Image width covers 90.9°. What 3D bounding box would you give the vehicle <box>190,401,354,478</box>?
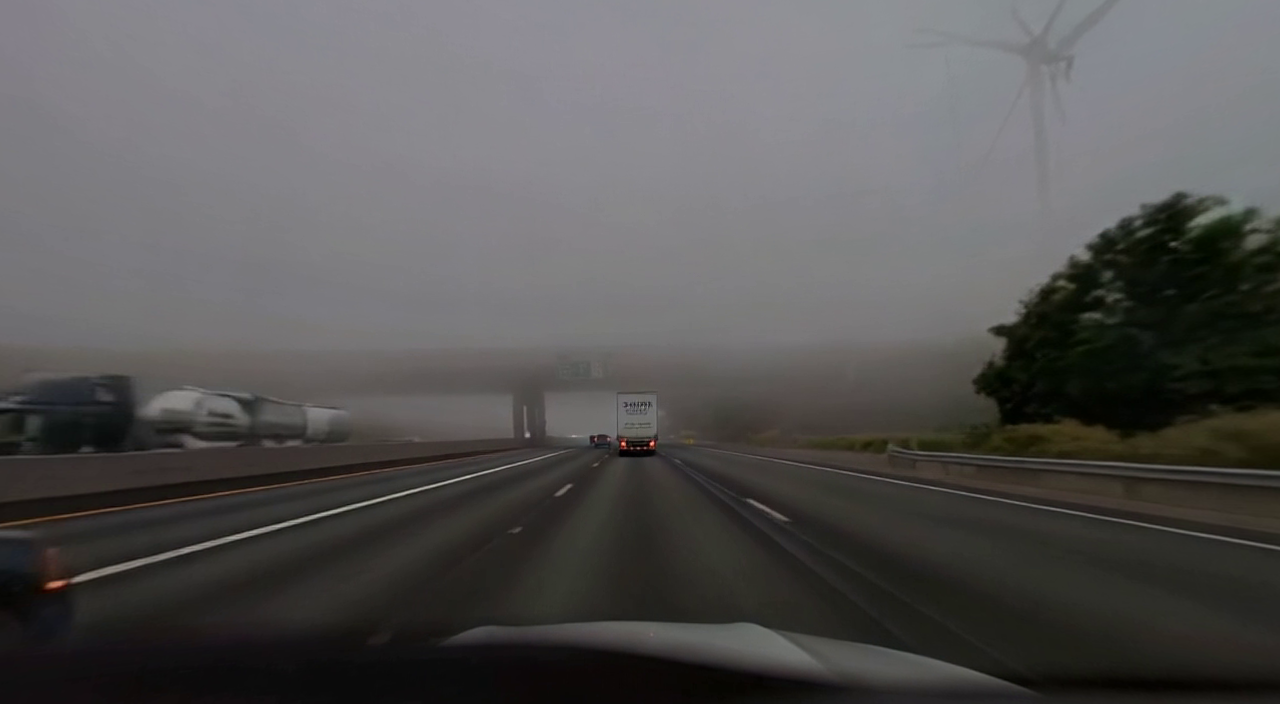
[{"bbox_3d":[-16.770,4.088,29.658,2.855,3.104,8.039,0,-8,0],"label":"vehicle"}]

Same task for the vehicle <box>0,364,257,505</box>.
[{"bbox_3d":[-16.586,2.623,20.048,2.928,3.408,9.523,0,-8,-1],"label":"vehicle"}]

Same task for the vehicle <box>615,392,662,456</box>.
[{"bbox_3d":[-0.242,5.391,45.787,2.906,3.990,12.551,0,-8,-1],"label":"vehicle"}]
